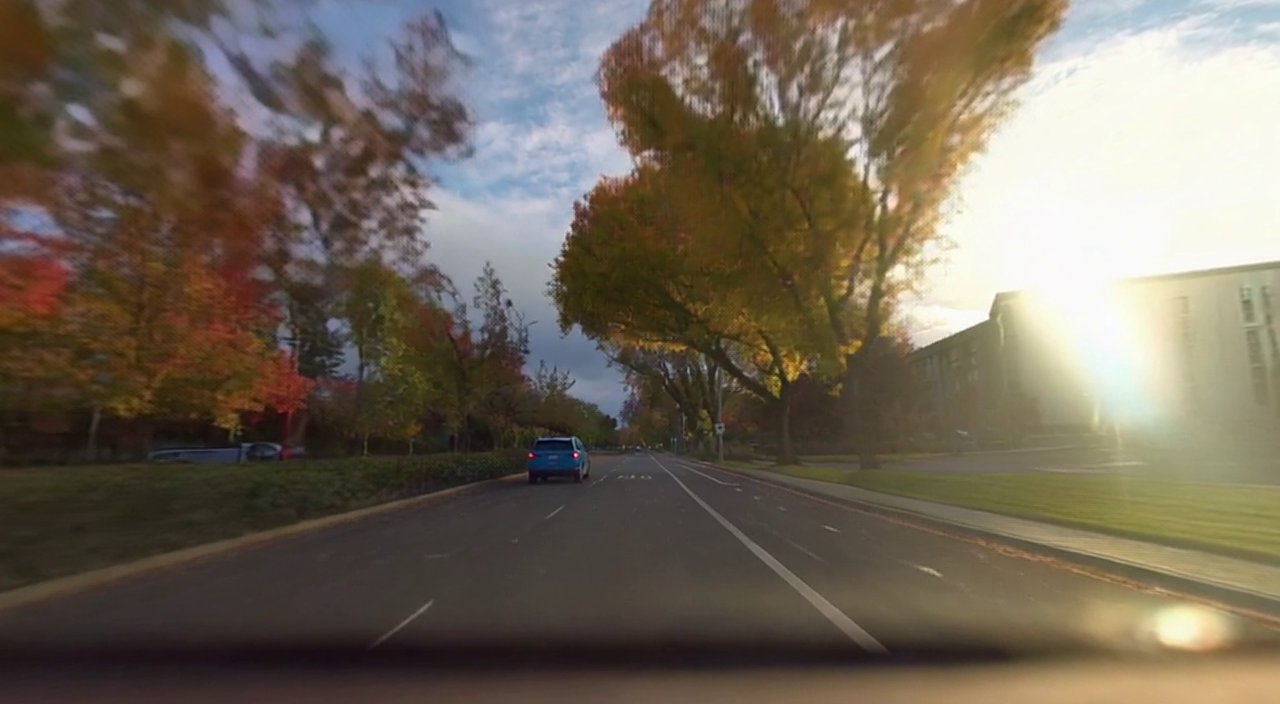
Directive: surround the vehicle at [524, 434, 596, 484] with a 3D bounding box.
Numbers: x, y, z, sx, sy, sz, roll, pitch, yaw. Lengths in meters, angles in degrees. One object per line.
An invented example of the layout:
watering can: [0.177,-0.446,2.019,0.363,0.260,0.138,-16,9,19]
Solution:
vehicle: [-3.048,4.215,25.086,2.112,1.779,4.489,0,-9,2]
